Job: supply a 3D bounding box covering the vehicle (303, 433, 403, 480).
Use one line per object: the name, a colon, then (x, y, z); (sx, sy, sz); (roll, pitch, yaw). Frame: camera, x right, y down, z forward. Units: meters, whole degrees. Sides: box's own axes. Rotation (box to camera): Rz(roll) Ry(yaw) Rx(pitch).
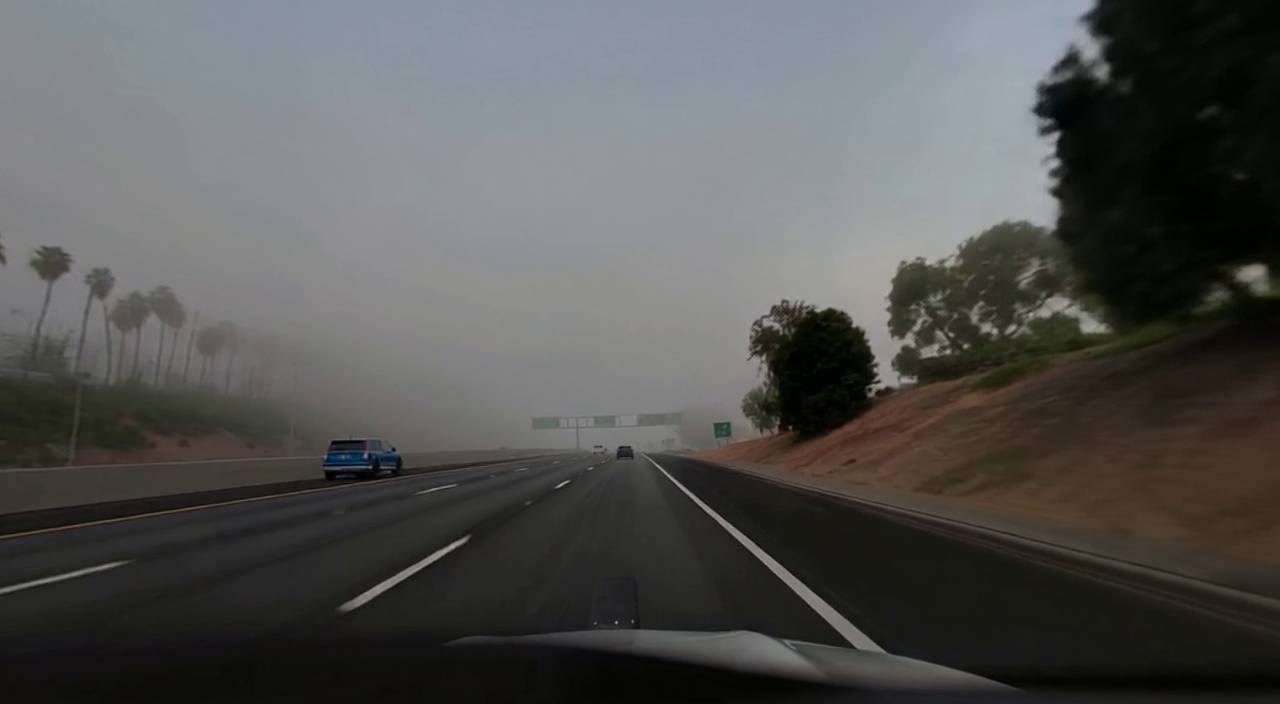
vehicle: (-11.815, 4.321, 26.403); (2.016, 1.754, 4.543); (0, -8, 0)
